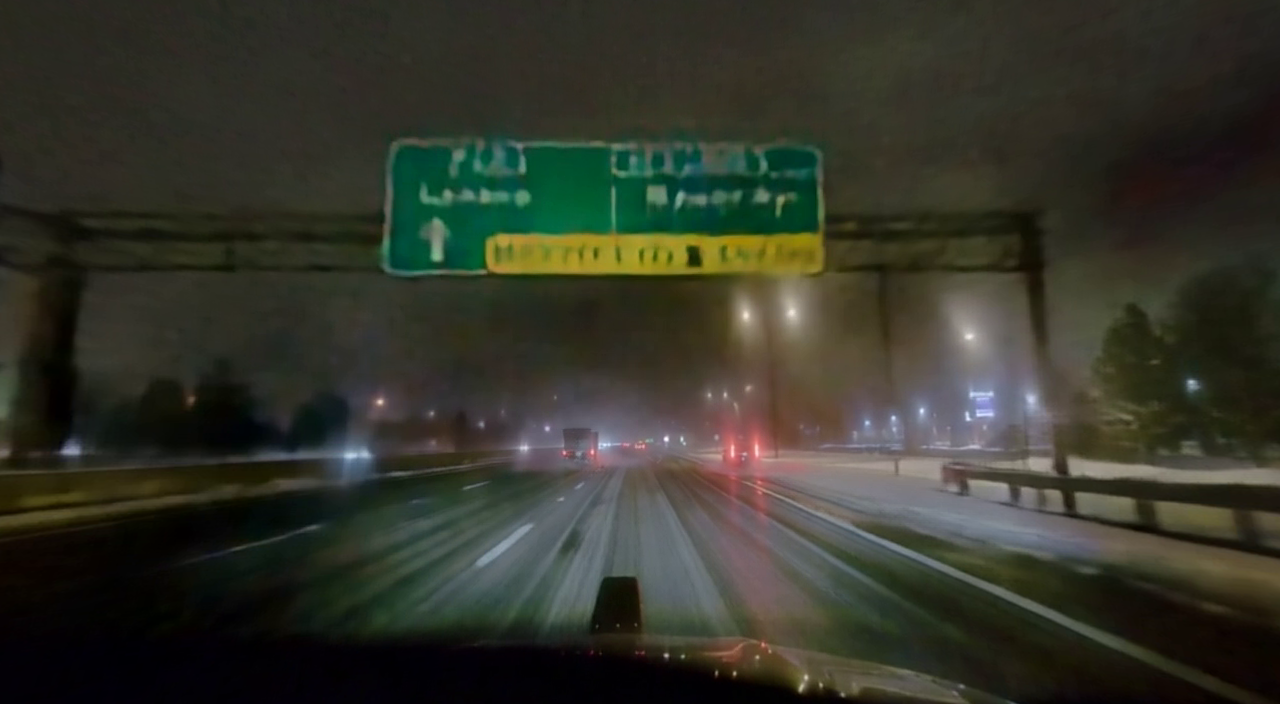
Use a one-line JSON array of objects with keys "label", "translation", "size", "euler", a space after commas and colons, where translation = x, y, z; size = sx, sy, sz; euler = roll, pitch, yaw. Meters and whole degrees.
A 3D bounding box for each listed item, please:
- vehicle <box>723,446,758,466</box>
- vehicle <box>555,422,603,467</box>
[{"label": "vehicle", "translation": [7.713, 8.013, 48.932], "size": [2.035, 1.491, 4.246], "euler": [0, -9, 1]}, {"label": "vehicle", "translation": [-4.192, 6.590, 44.974], "size": [2.881, 2.937, 7.045], "euler": [0, -9, -2]}]
